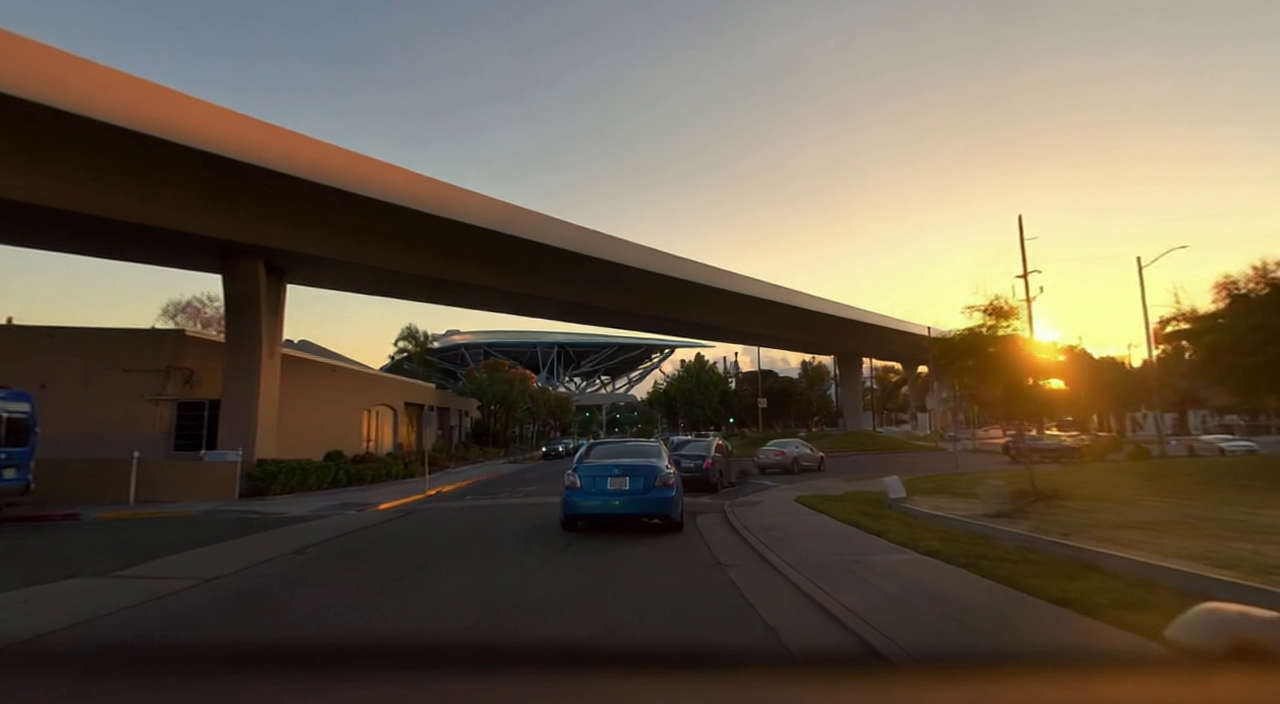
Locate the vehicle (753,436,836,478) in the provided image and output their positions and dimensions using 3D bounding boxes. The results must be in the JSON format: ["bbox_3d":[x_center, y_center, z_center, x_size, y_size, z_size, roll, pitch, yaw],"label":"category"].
[{"bbox_3d":[7.256,4.853,29.479,1.995,1.762,4.310,-7,-11,39],"label":"vehicle"}]

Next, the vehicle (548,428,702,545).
[{"bbox_3d":[-0.110,2.186,10.975,2.087,1.578,4.652,-1,-9,2],"label":"vehicle"}]

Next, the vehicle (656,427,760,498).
[{"bbox_3d":[2.279,3.381,19.736,2.241,1.885,4.771,-3,-9,18],"label":"vehicle"}]
